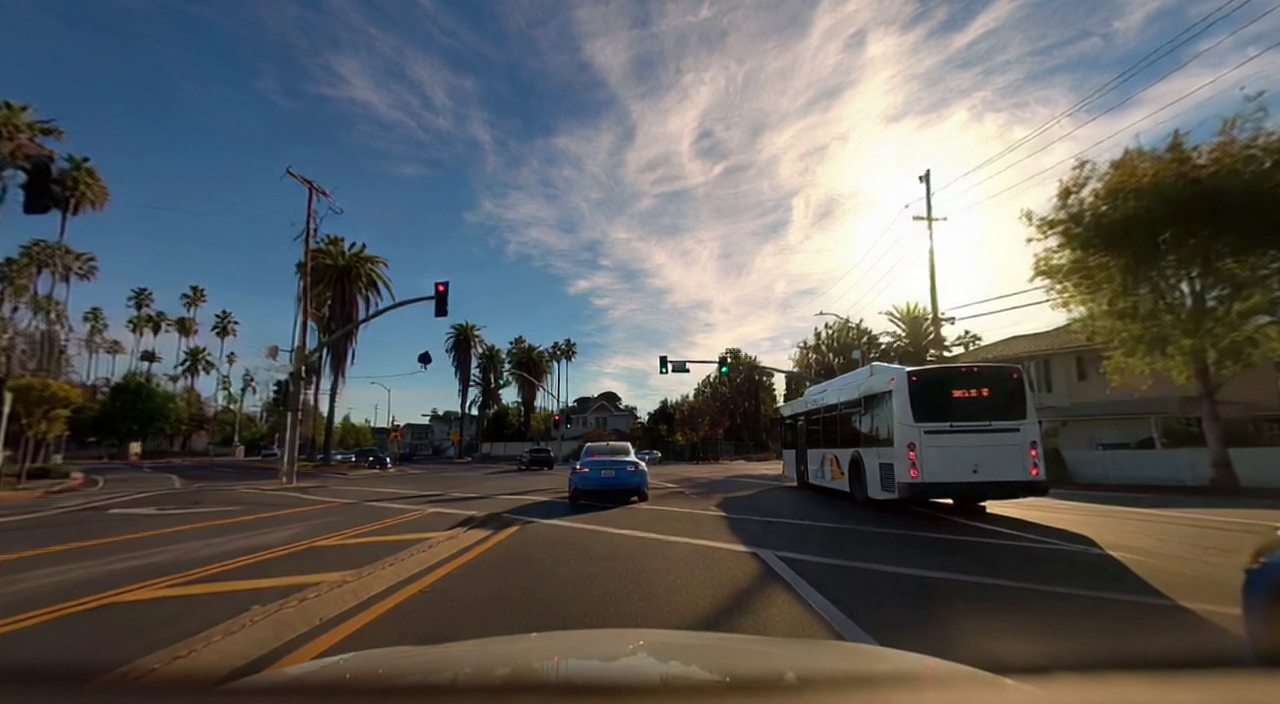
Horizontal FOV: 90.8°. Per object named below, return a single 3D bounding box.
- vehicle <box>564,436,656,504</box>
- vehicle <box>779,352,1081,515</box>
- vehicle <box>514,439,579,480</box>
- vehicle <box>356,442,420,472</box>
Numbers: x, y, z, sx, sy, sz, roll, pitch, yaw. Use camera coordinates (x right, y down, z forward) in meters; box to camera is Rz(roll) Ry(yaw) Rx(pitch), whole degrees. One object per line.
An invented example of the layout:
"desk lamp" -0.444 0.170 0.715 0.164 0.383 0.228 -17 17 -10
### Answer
"vehicle" -1.021 3.376 18.545 2.341 1.709 4.466 1 -9 -7
"vehicle" 7.843 2.802 20.810 3.483 3.546 13.998 0 -9 1
"vehicle" -4.792 5.361 31.824 2.272 1.891 4.562 3 -9 -20
"vehicle" -17.488 7.220 43.709 2.283 1.878 5.384 7 -12 -41
